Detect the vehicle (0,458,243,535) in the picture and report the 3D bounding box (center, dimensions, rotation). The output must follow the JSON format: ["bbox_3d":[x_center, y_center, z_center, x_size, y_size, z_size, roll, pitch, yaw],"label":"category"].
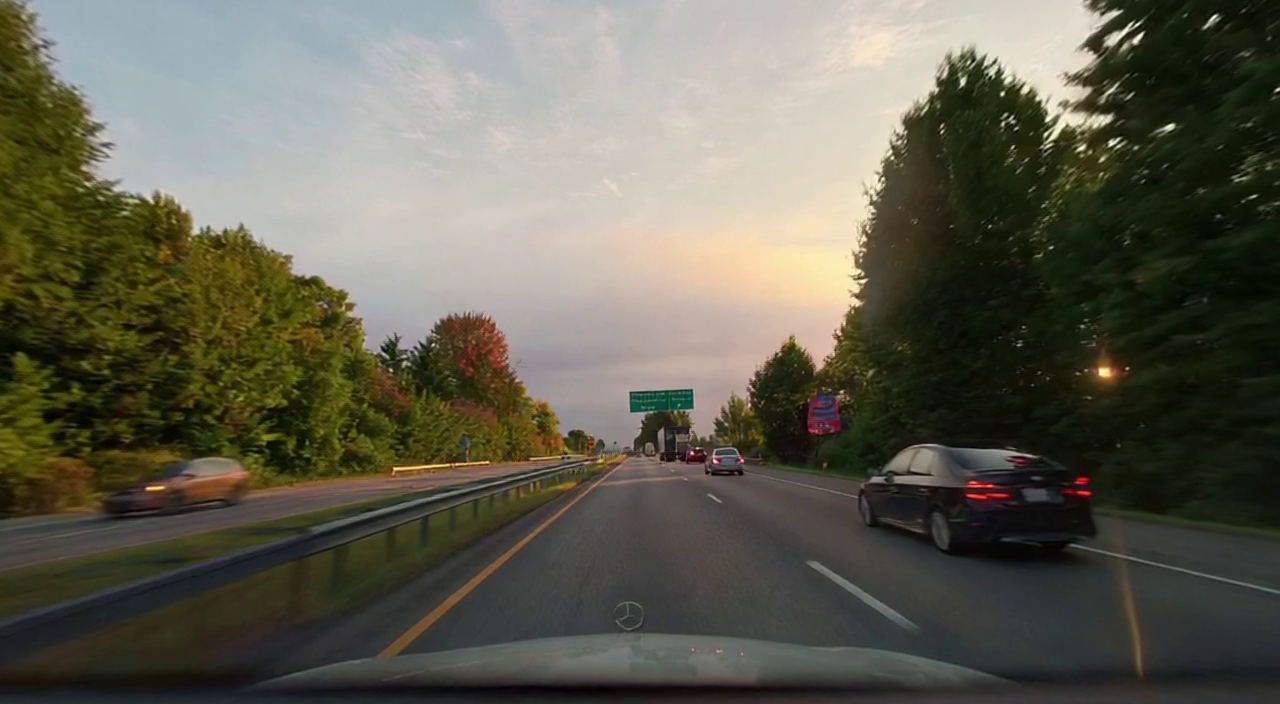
[{"bbox_3d":[-12.678,3.479,15.814,2.197,1.503,4.962,0,-9,0],"label":"vehicle"}]

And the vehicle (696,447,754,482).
[{"bbox_3d":[3.974,5.309,30.145,2.031,1.491,4.883,0,-9,-1],"label":"vehicle"}]

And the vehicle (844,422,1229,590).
[{"bbox_3d":[4.472,1.796,8.254,1.995,1.544,4.579,0,-9,-1],"label":"vehicle"}]
